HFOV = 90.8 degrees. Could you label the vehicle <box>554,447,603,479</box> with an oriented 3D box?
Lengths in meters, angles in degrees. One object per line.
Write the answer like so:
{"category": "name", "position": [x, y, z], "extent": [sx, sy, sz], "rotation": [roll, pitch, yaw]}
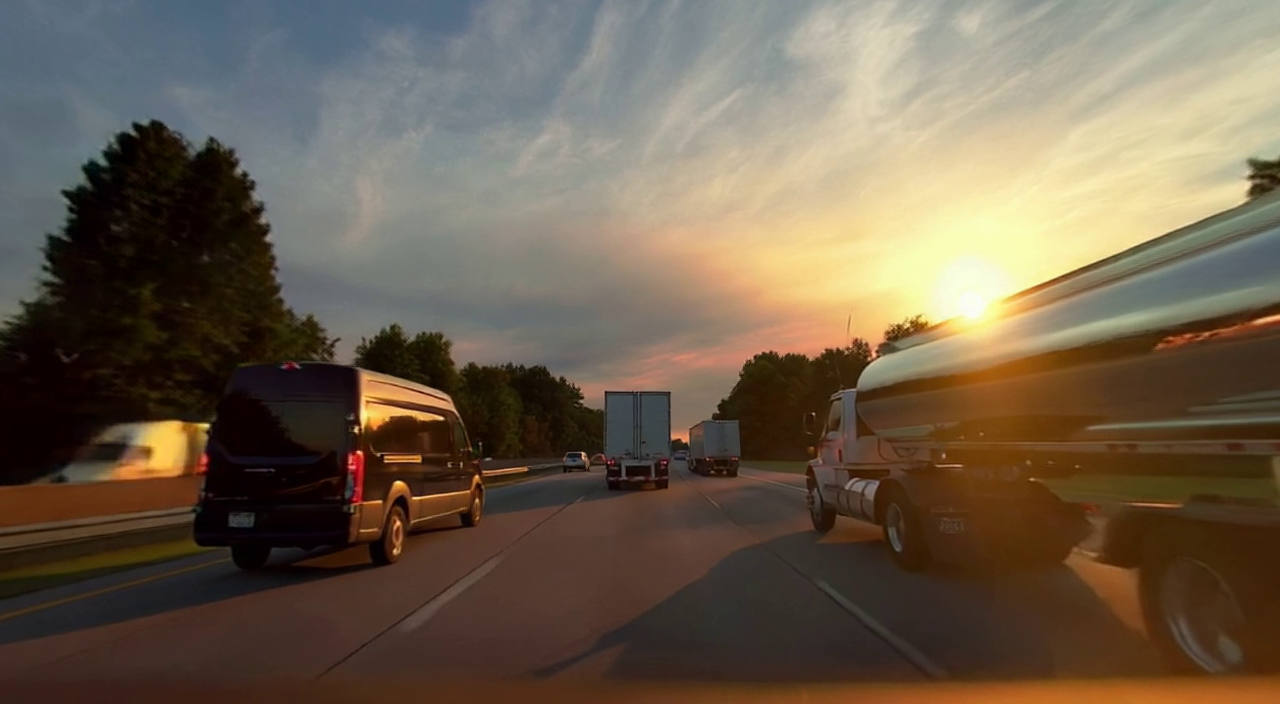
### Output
{"category": "vehicle", "position": [-3.342, 6.127, 35.084], "extent": [2.134, 1.652, 4.439], "rotation": [0, -9, 2]}

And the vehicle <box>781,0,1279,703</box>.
{"category": "vehicle", "position": [4.349, 0.205, 6.178], "extent": [3.139, 4.152, 11.915], "rotation": [0, -9, 0]}

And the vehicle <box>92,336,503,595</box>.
{"category": "vehicle", "position": [-4.088, 1.600, 9.487], "extent": [2.525, 2.572, 6.260], "rotation": [0, -9, 1]}

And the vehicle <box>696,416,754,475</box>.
{"category": "vehicle", "position": [5.651, 6.546, 43.871], "extent": [2.706, 3.500, 11.483], "rotation": [0, -9, 1]}

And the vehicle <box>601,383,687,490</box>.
{"category": "vehicle", "position": [0.060, 3.468, 25.137], "extent": [2.773, 3.455, 9.118], "rotation": [0, -9, -1]}
